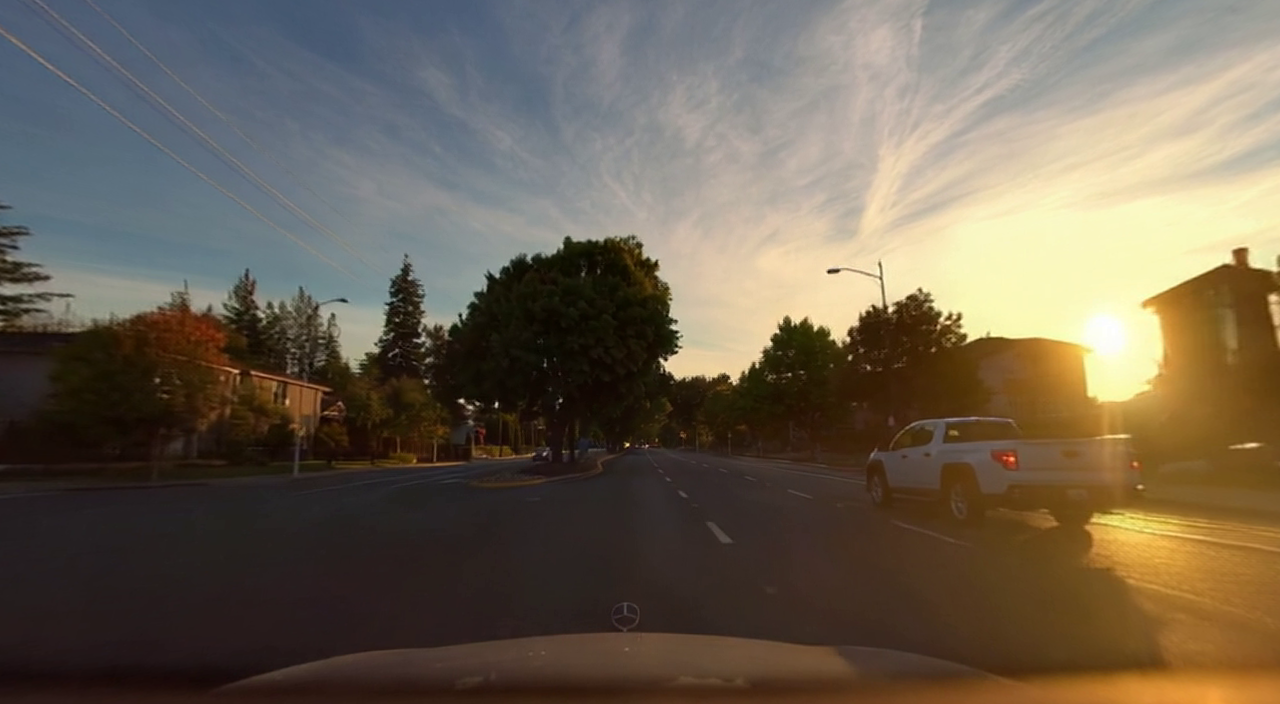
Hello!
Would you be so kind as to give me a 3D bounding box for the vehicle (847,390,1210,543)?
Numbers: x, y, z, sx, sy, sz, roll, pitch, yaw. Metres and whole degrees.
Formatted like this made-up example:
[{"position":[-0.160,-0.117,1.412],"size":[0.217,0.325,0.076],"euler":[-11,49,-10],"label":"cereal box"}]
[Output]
[{"position":[6.034,1.935,11.278],"size":[2.493,1.956,6.125],"euler":[0,-9,-1],"label":"vehicle"}]
